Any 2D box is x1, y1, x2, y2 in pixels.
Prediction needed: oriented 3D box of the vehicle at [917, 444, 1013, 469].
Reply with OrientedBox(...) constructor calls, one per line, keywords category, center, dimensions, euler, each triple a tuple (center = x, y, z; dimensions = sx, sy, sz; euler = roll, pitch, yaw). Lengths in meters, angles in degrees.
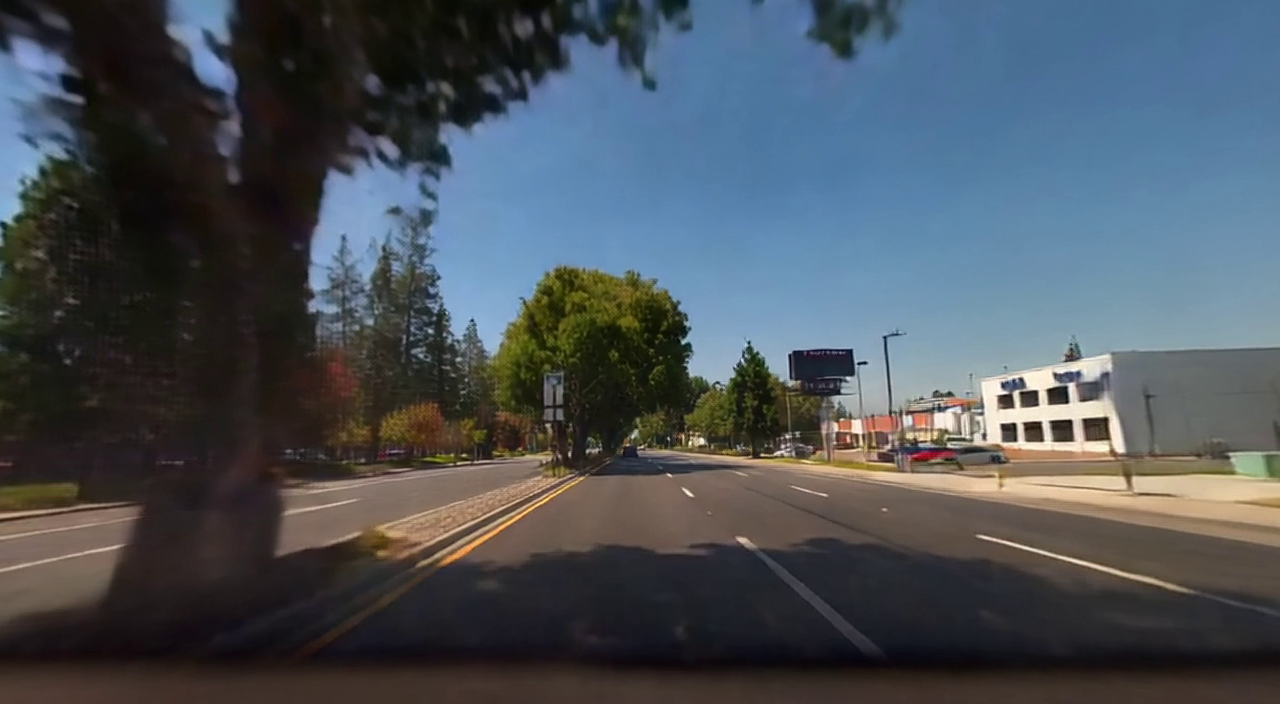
OrientedBox(category="vehicle", center=(20.052, 6.451, 39.086), dimensions=(4.805, 1.473, 2.046), euler=(0, -9, -3))
